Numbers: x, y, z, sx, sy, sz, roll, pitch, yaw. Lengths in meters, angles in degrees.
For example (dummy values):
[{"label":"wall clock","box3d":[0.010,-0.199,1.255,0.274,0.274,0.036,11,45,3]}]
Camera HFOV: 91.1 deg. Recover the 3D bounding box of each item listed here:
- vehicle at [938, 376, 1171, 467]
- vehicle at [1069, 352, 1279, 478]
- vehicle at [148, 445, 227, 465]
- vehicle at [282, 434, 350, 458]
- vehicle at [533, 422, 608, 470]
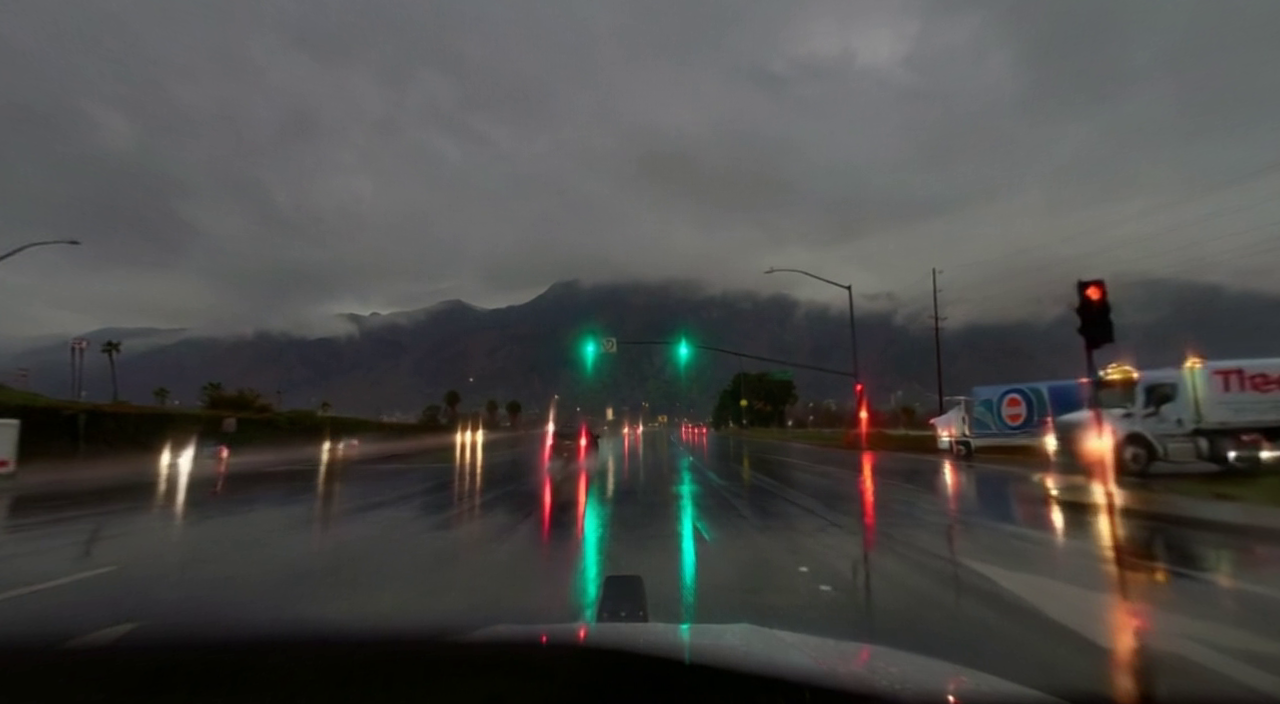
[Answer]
[{"label":"vehicle","box3d":[16.630,2.936,25.893,7.088,3.414,3.237,-2,-9,12]},{"label":"vehicle","box3d":[18.334,2.169,20.945,5.512,3.865,3.002,-1,-9,3]},{"label":"vehicle","box3d":[-35.820,8.179,49.886,1.874,1.505,4.935,-2,-9,14]},{"label":"vehicle","box3d":[-22.372,6.519,43.553,2.060,1.537,4.524,-1,-9,4]},{"label":"vehicle","box3d":[-2.631,3.747,25.082,2.287,1.712,4.537,0,-9,3]}]
